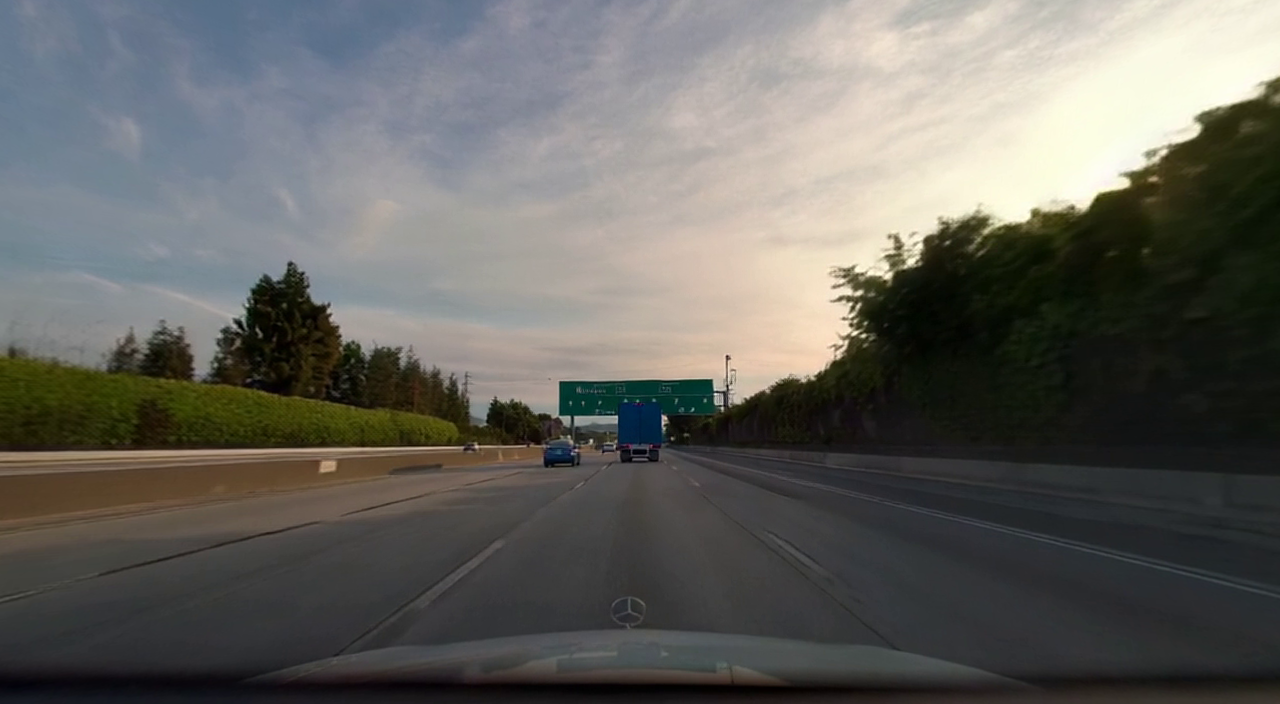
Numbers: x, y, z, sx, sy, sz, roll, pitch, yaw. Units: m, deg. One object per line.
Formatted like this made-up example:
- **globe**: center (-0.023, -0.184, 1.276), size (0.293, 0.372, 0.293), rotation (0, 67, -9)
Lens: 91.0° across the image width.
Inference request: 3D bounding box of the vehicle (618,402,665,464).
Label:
- **vehicle**: center (0.023, 6.421, 49.059), size (3.078, 4.031, 16.069), rotation (0, -8, 0)

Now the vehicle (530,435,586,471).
- **vehicle**: center (-4.049, 5.099, 32.021), size (2.186, 1.716, 4.672), rotation (0, -8, 1)
